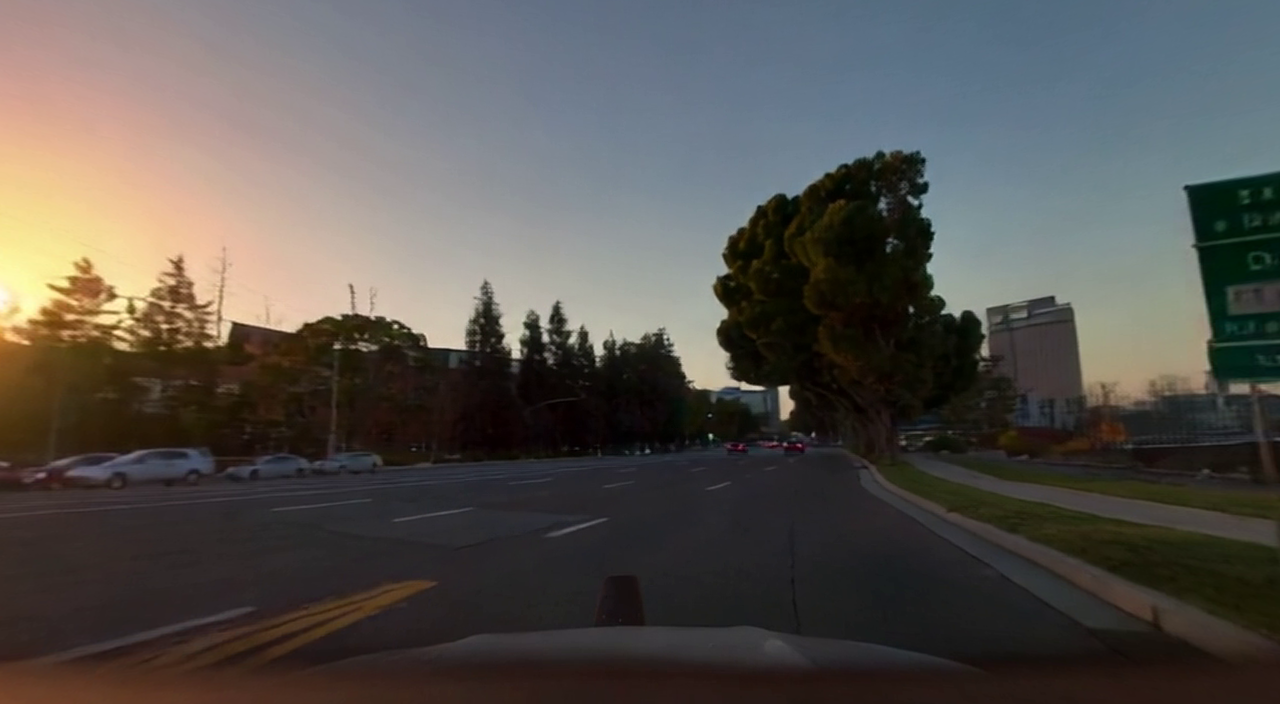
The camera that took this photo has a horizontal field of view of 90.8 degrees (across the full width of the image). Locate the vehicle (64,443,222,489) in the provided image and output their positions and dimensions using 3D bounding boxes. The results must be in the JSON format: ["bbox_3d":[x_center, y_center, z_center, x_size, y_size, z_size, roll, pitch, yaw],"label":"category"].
[{"bbox_3d":[-20.286,4.607,26.104,1.926,1.681,4.727,-3,-8,18],"label":"vehicle"}]

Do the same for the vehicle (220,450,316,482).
[{"bbox_3d":[-20.638,6.312,35.275,1.867,1.540,4.423,-3,-8,18],"label":"vehicle"}]

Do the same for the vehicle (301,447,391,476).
[{"bbox_3d":[-16.742,6.242,36.233,1.872,1.493,4.724,-3,-8,19],"label":"vehicle"}]
